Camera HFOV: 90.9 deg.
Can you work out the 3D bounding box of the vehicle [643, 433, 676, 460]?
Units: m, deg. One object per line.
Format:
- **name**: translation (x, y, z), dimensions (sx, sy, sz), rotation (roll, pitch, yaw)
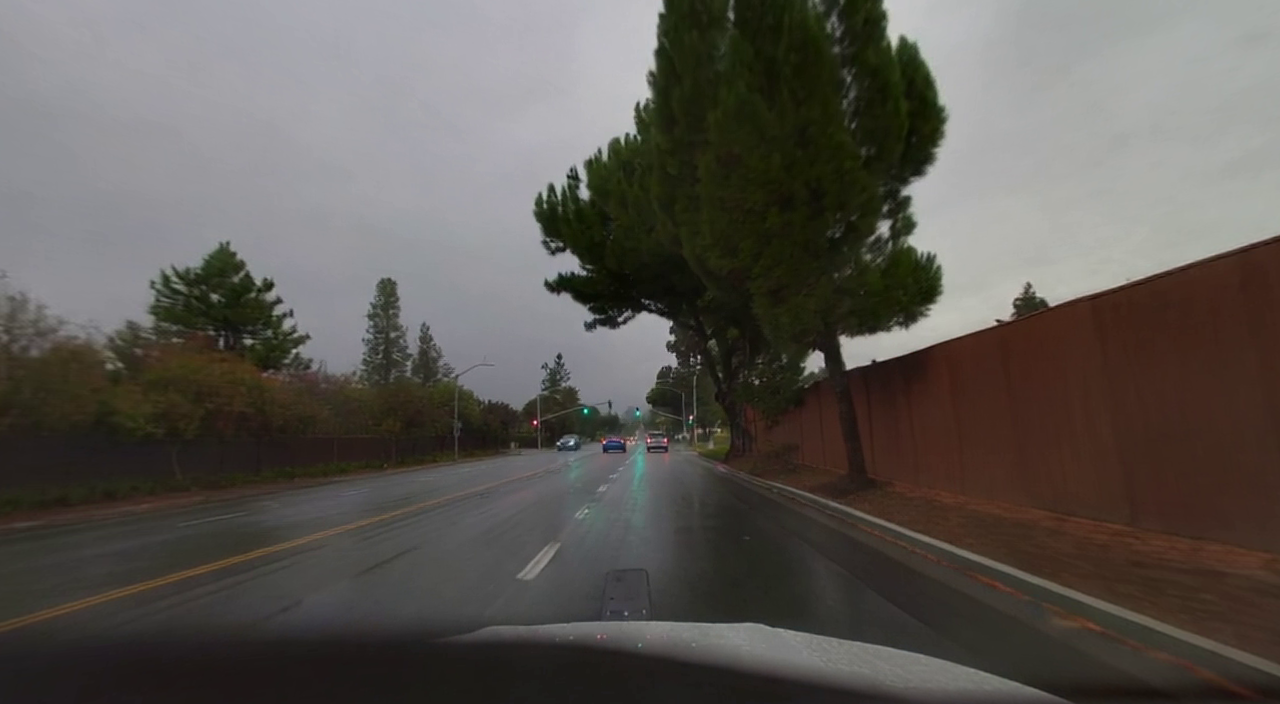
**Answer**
- **vehicle**: translation (1.272, 6.341, 42.391), dimensions (2.127, 1.665, 3.993), rotation (0, -8, 1)
